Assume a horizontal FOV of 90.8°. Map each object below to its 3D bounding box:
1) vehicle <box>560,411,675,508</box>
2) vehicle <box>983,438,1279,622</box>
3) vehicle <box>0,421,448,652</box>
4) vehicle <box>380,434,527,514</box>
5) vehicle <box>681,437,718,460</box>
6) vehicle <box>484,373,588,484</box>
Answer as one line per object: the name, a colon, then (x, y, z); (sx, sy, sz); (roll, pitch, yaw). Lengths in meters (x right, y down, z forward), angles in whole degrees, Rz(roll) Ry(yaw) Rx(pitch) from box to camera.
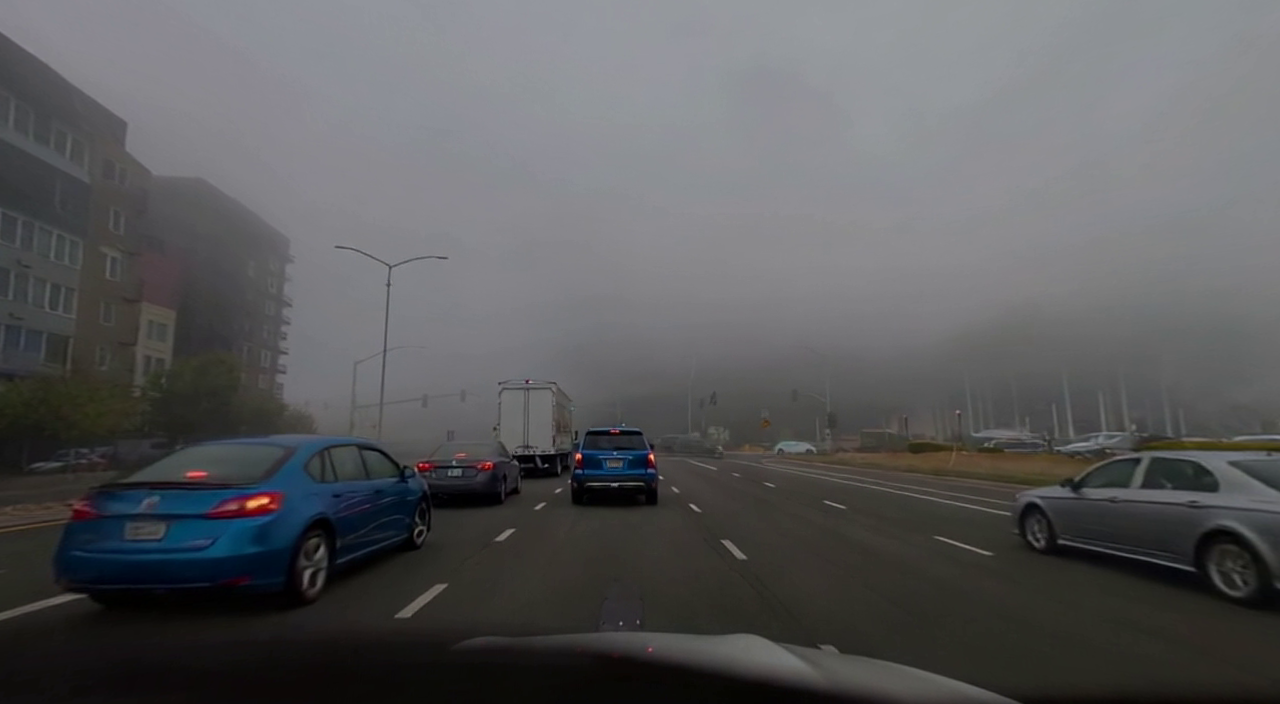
vehicle: (-0.509, 2.446, 14.744); (2.260, 1.872, 4.578); (0, -8, -2)
vehicle: (5.995, 1.620, 6.504); (2.077, 1.424, 4.869); (0, -8, -2)
vehicle: (-3.520, 1.497, 6.254); (1.904, 1.460, 4.300); (0, -8, -1)
vehicle: (-3.865, 2.587, 13.961); (1.932, 1.472, 4.312); (0, -8, 0)
vehicle: (4.091, 6.728, 44.226); (1.967, 1.480, 4.286); (0, -8, -3)
vehicle: (-4.073, 3.562, 28.239); (2.918, 3.741, 13.683); (0, -8, -2)
